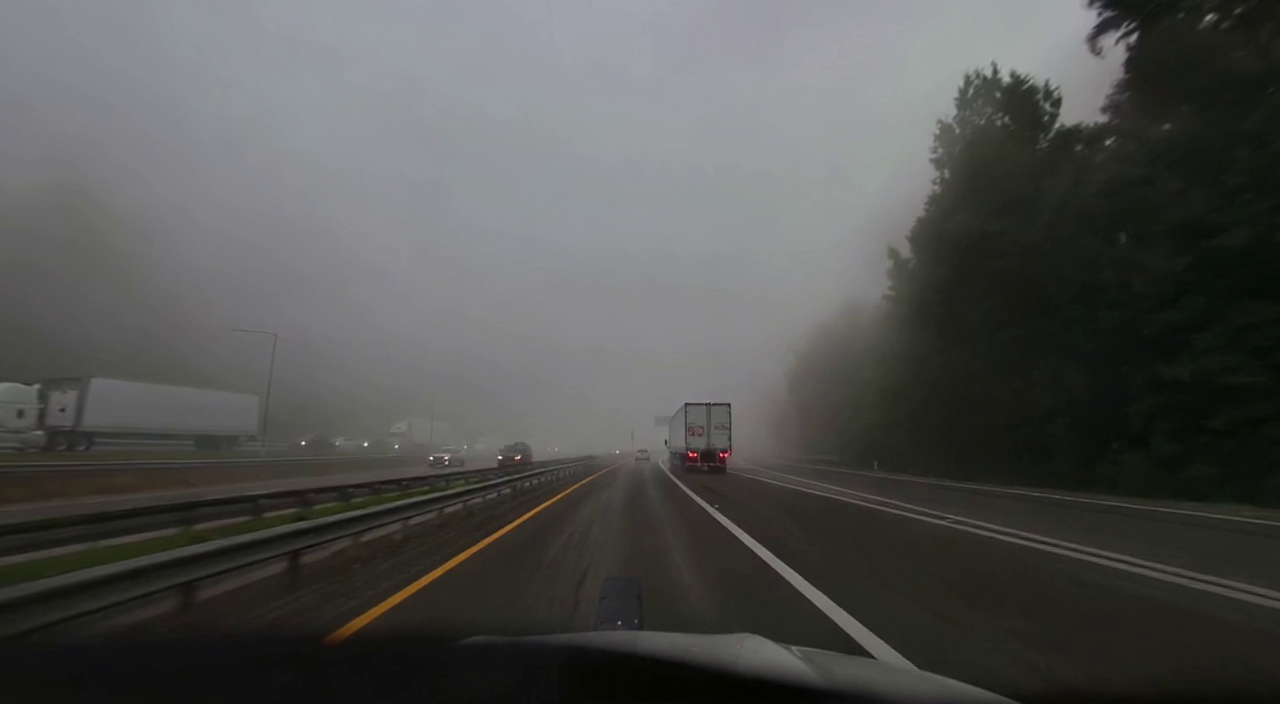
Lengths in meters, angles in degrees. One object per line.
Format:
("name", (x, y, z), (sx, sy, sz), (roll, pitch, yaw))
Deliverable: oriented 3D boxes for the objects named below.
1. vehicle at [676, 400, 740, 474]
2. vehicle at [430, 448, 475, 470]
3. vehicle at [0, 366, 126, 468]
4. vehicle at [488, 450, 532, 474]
("vehicle", (4.188, 5.765, 42.004), (3.185, 4.154, 12.638), (-1, -9, 1))
("vehicle", (-13.805, 7.880, 46.458), (1.908, 1.476, 4.302), (-1, -9, 2))
("vehicle", (-26.099, 2.868, 26.558), (3.112, 3.890, 6.296), (0, -9, 0))
("vehicle", (-8.643, 7.330, 42.112), (1.867, 1.438, 4.553), (-1, -9, 2))
